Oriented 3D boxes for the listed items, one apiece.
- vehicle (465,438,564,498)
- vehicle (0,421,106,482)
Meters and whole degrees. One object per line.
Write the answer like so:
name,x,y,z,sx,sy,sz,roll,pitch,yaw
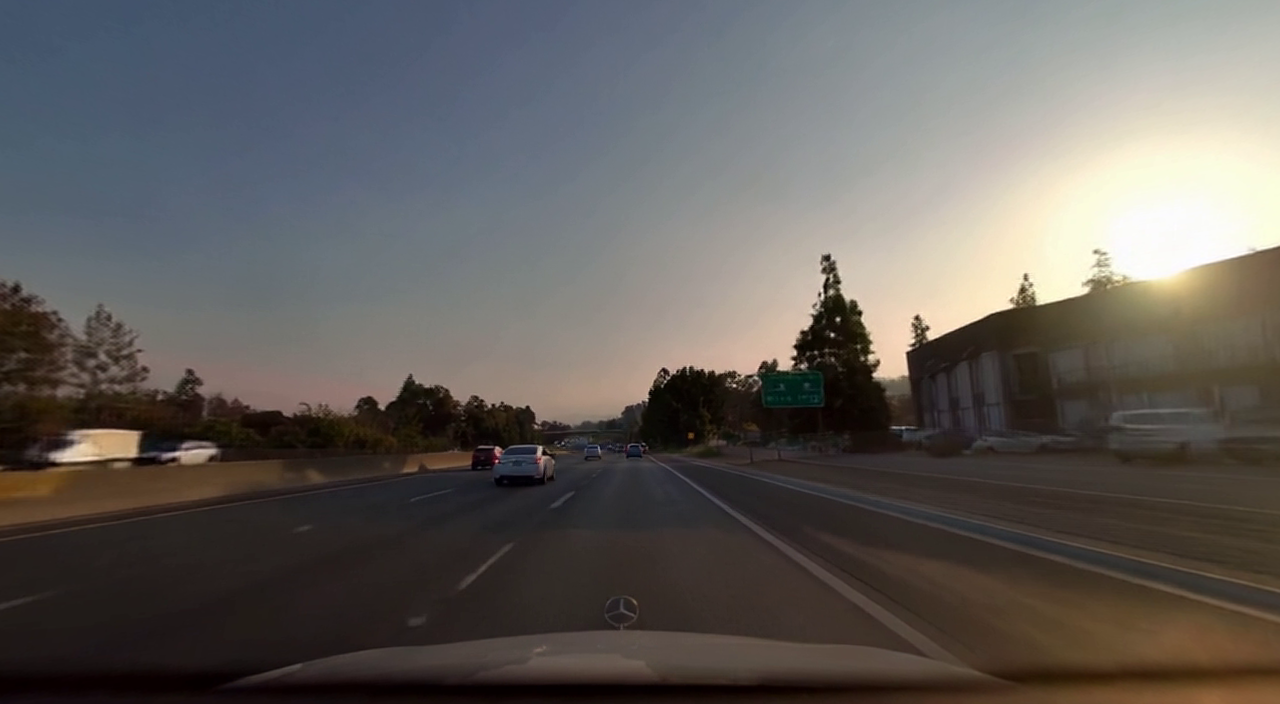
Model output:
vehicle,-3.345,3.192,17.729,1.920,1.463,4.134,0,-8,0
vehicle,-39.586,6.633,42.191,3.158,3.804,5.041,0,-9,-1
